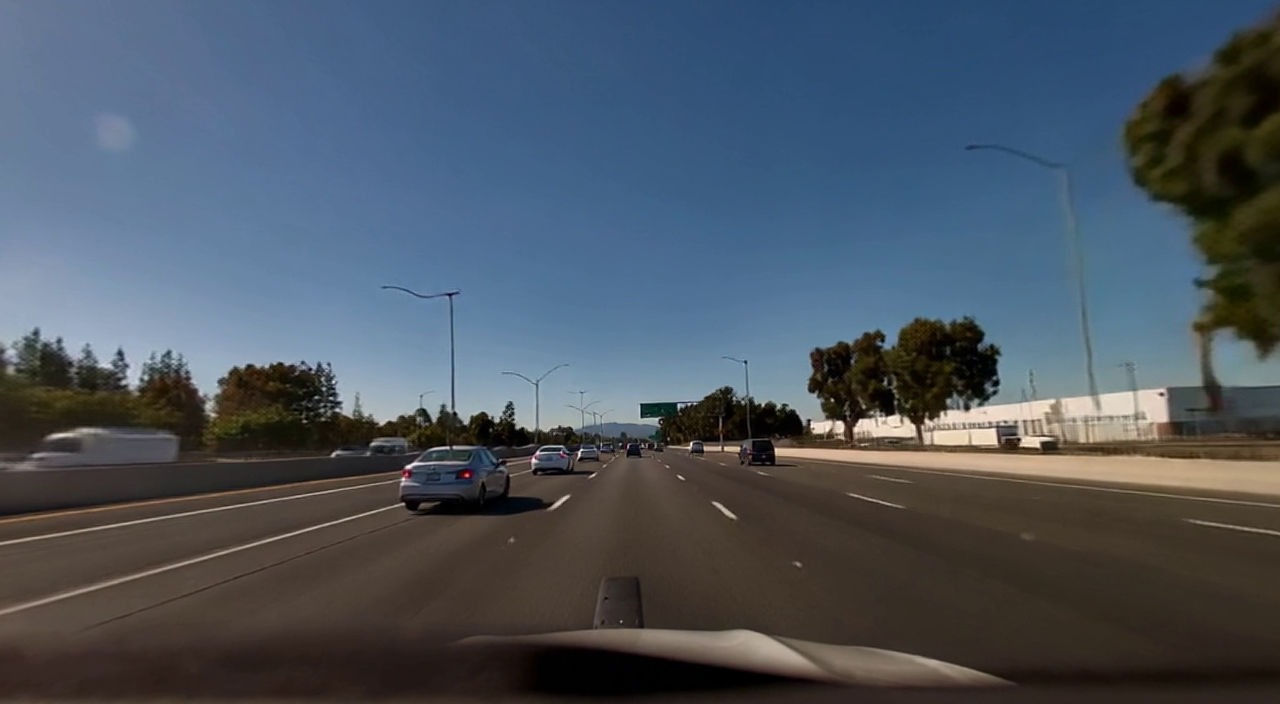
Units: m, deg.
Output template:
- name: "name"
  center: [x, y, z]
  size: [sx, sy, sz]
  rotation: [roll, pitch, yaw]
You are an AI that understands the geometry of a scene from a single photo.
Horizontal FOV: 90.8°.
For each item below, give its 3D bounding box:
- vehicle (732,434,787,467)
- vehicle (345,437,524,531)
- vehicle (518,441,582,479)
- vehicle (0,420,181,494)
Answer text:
- name: "vehicle"
  center: [6.863, 5.741, 36.737]
  size: [2.147, 1.769, 4.666]
  rotation: [0, -9, -2]
- name: "vehicle"
  center: [-3.595, 2.386, 12.010]
  size: [1.959, 1.433, 4.291]
  rotation: [0, -9, 0]
- name: "vehicle"
  center: [-3.792, 4.662, 27.553]
  size: [2.047, 1.469, 4.614]
  rotation: [-1, -9, 1]
- name: "vehicle"
  center: [-35.683, 6.728, 41.119]
  size: [3.017, 4.115, 11.213]
  rotation: [0, -9, 0]
